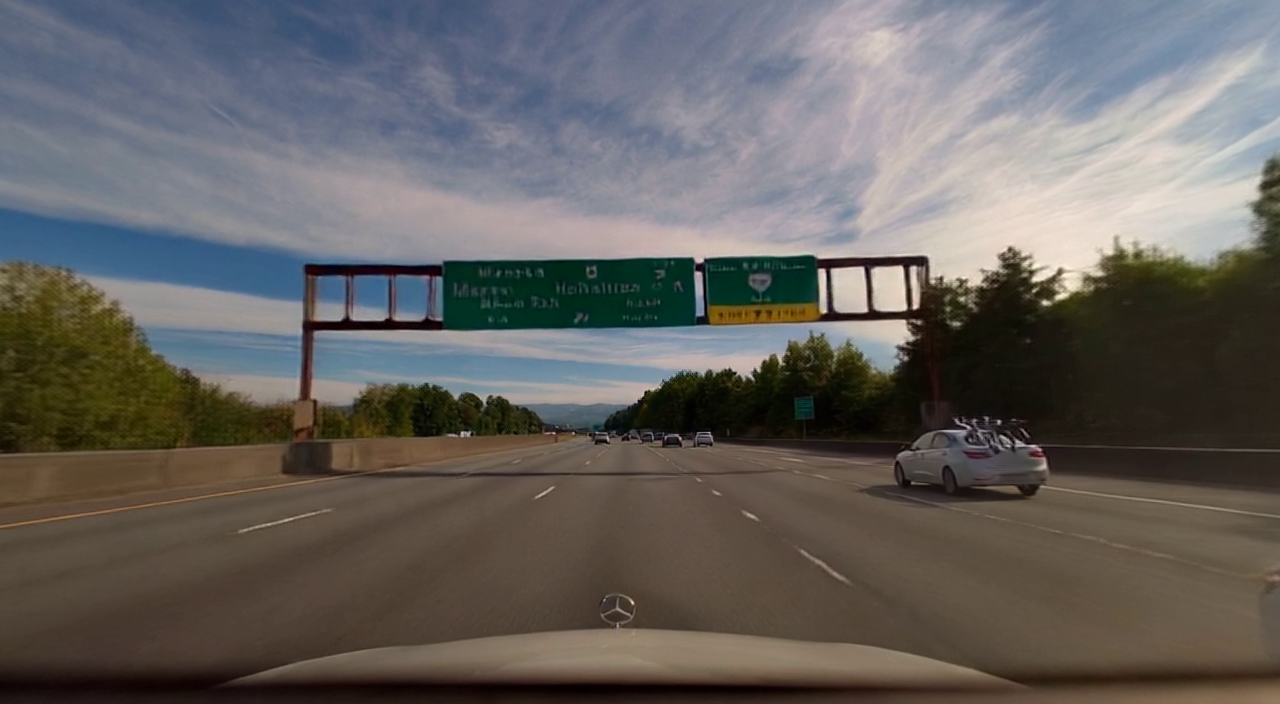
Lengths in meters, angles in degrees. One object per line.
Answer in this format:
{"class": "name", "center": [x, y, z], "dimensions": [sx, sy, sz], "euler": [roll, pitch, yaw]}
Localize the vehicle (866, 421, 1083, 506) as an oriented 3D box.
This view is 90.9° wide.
{"class": "vehicle", "center": [6.944, 2.337, 13.858], "dimensions": [2.034, 1.511, 4.785], "euler": [0, -7, -2]}
